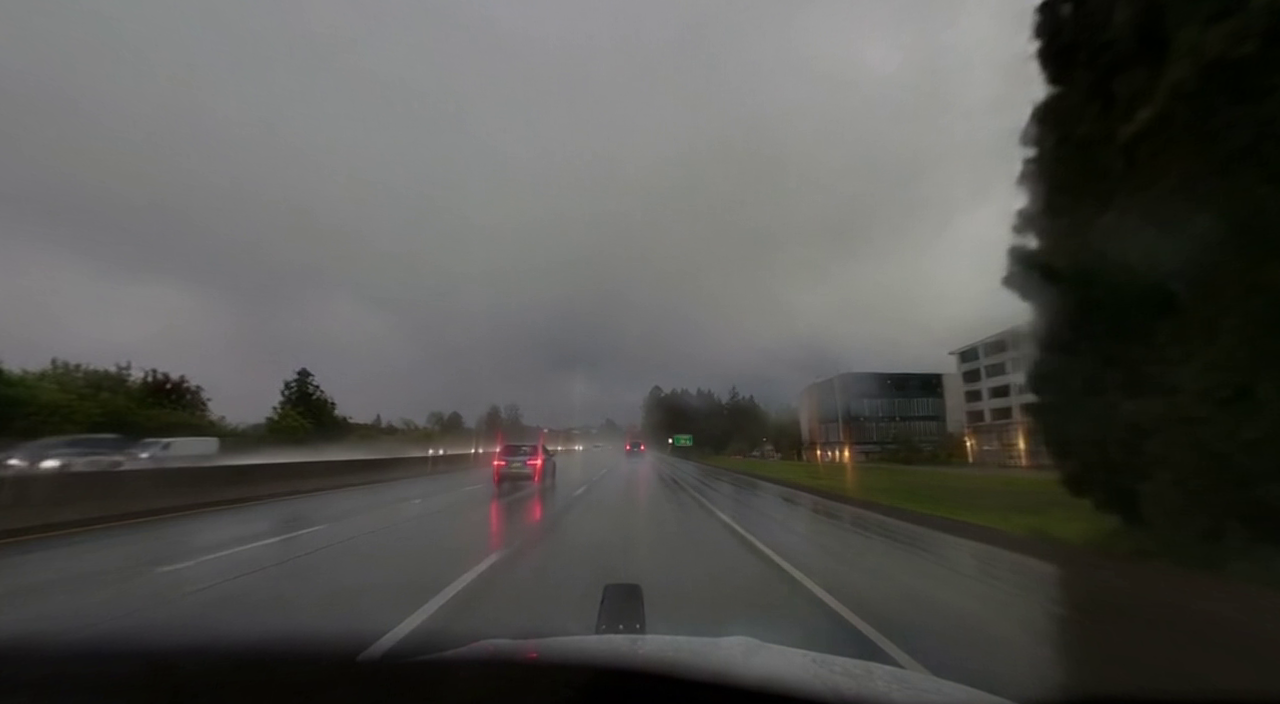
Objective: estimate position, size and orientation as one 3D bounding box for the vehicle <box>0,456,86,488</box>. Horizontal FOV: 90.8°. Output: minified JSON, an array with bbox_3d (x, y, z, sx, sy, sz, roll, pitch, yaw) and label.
[{"bbox_3d":[-32.024,6.251,33.234,1.794,1.513,4.383,0,-9,0],"label":"vehicle"}]

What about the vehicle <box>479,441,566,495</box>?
[{"bbox_3d":[-3.510,3.542,19.655,1.920,1.463,4.134,0,-9,0],"label":"vehicle"}]

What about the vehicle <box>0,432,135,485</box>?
[{"bbox_3d":[-40.190,7.368,44.052,2.892,3.305,8.355,0,-9,0],"label":"vehicle"}]
